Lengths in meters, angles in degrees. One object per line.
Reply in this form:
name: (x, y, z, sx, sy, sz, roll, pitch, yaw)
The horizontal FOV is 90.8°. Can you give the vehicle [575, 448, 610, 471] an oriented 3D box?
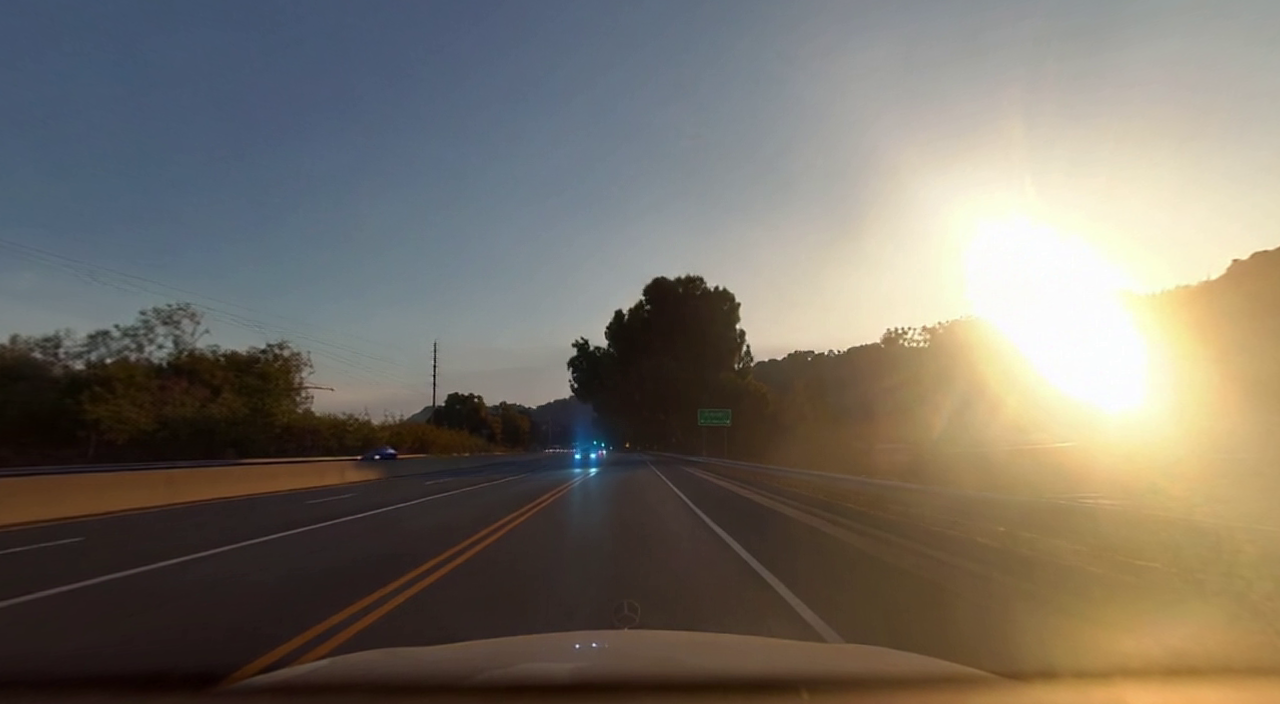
vehicle: (-3.242, 7.483, 44.103, 1.722, 1.523, 3.736, -1, -9, 7)
